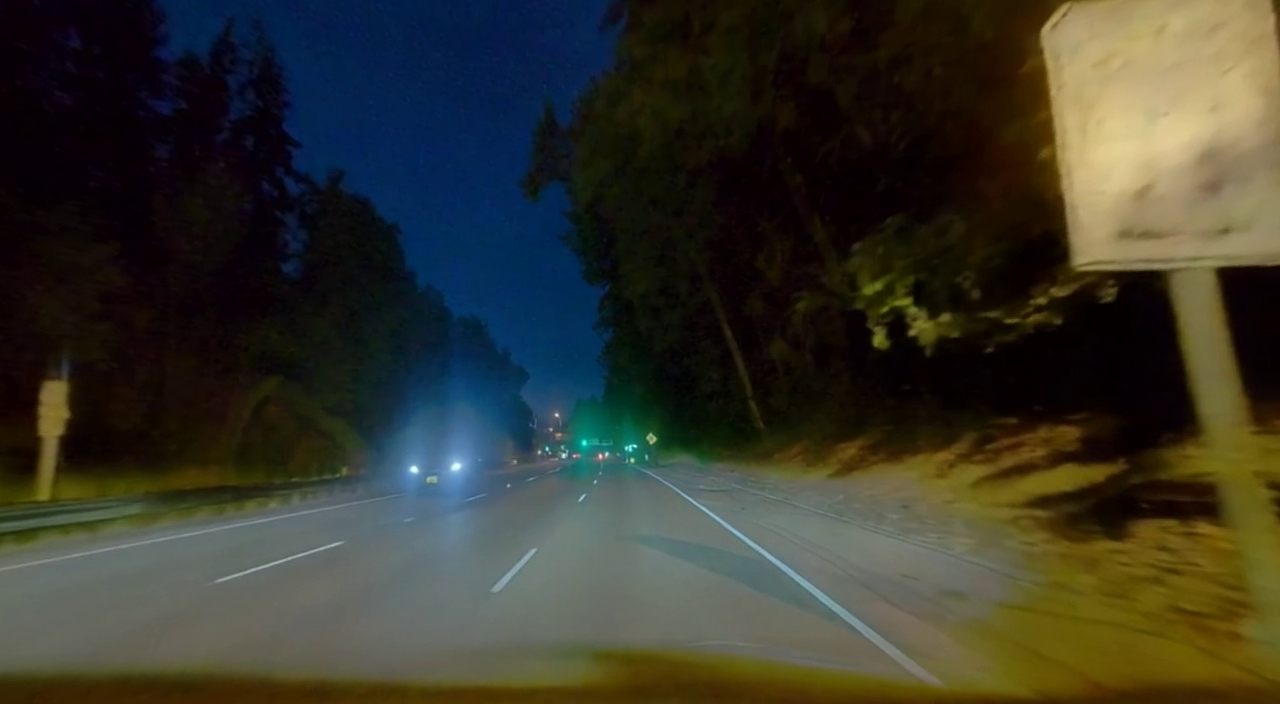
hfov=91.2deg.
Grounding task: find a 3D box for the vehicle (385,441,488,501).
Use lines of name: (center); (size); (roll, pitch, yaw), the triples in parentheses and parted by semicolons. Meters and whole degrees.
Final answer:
vehicle: (-6.429, 3.794, 20.351); (2.017, 1.725, 4.115); (0, -9, -1)
